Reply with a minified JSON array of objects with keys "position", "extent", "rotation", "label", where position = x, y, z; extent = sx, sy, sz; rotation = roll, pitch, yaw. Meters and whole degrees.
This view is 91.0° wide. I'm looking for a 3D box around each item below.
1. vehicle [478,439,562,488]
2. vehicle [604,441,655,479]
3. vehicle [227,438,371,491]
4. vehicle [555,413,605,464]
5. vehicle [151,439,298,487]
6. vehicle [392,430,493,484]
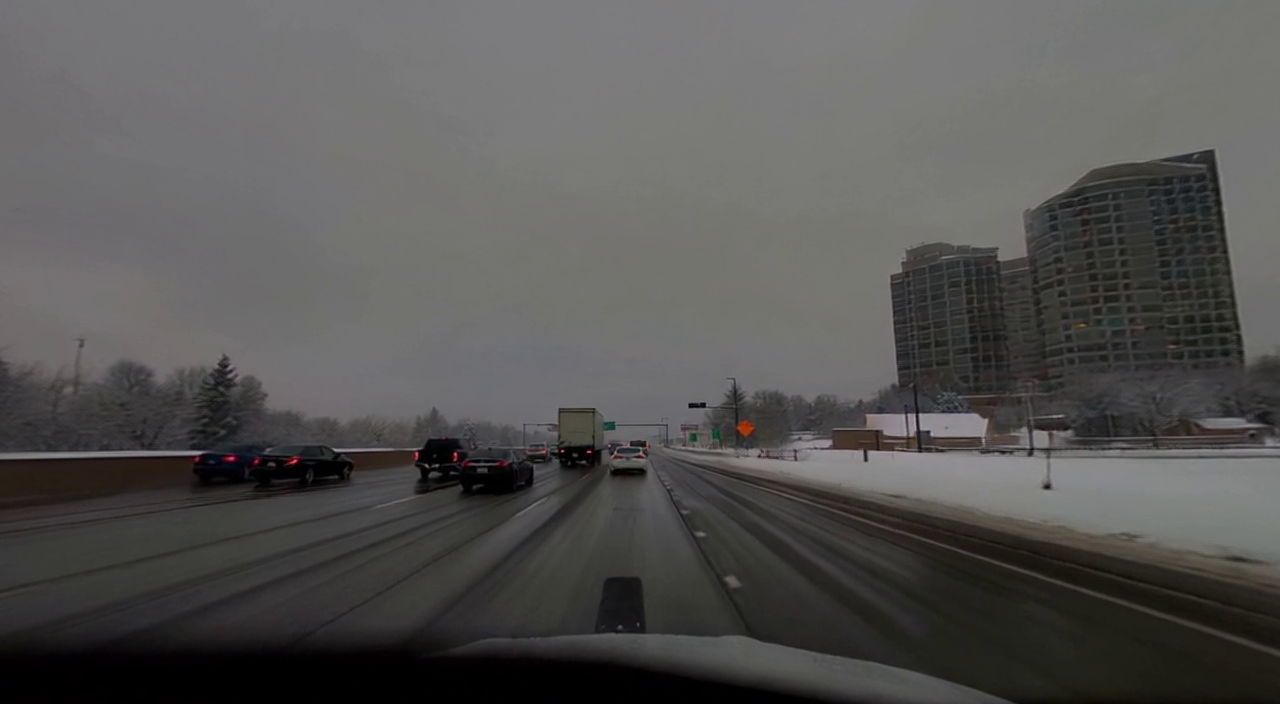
[{"position":[-4.026,3.822,21.941],"extent":[2.016,1.497,4.235],"rotation":[0,-9,1],"label":"vehicle"},{"position":[-0.420,4.618,27.083],"extent":[1.991,1.488,3.922],"rotation":[0,-9,0],"label":"vehicle"},{"position":[-10.857,3.611,20.544],"extent":[1.987,1.495,4.710],"rotation":[0,-9,1],"label":"vehicle"},{"position":[-4.191,6.309,45.586],"extent":[2.955,3.359,8.322],"rotation":[0,-9,-1],"label":"vehicle"},{"position":[-14.586,3.908,22.523],"extent":[1.948,1.483,4.814],"rotation":[0,-9,0],"label":"vehicle"},{"position":[-7.345,3.968,24.037],"extent":[2.190,1.821,4.800],"rotation":[0,-9,1],"label":"vehicle"}]
